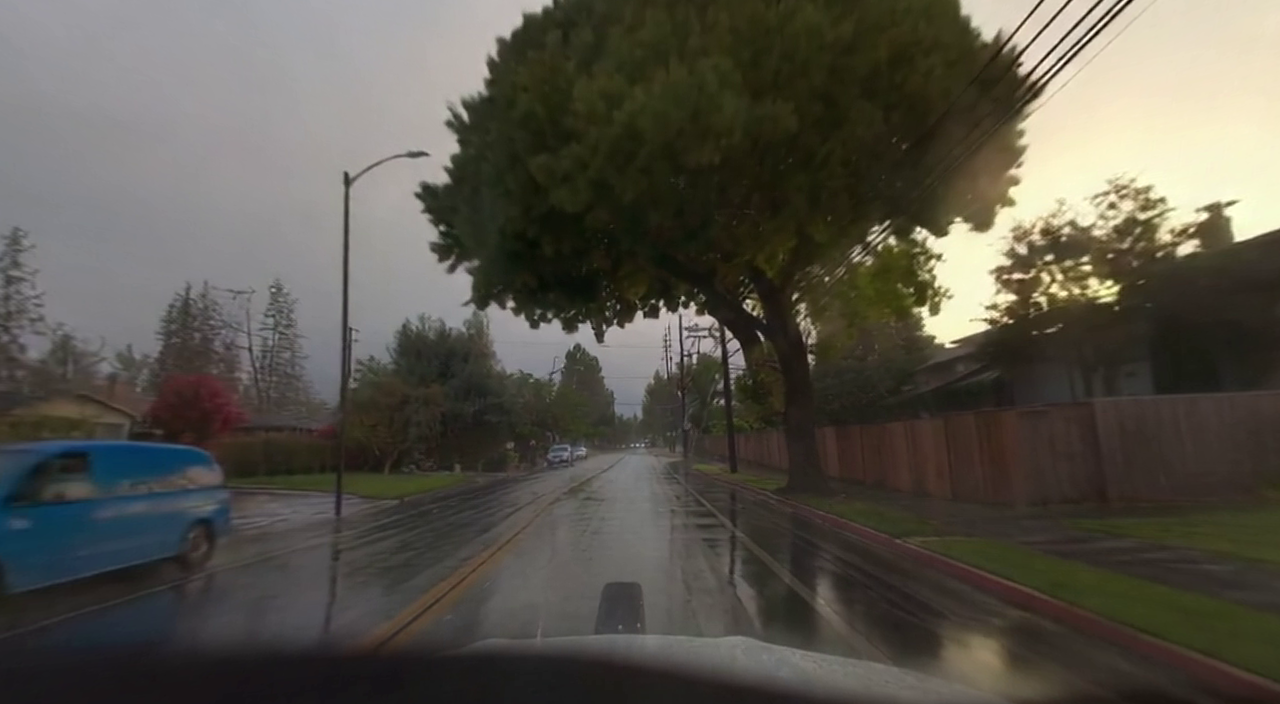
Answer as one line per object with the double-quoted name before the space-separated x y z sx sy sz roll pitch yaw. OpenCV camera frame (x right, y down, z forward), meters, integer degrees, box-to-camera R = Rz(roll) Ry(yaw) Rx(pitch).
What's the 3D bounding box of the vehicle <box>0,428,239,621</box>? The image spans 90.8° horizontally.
"vehicle" -6.657 1.762 6.724 1.923 1.687 4.511 -4 -9 -1
